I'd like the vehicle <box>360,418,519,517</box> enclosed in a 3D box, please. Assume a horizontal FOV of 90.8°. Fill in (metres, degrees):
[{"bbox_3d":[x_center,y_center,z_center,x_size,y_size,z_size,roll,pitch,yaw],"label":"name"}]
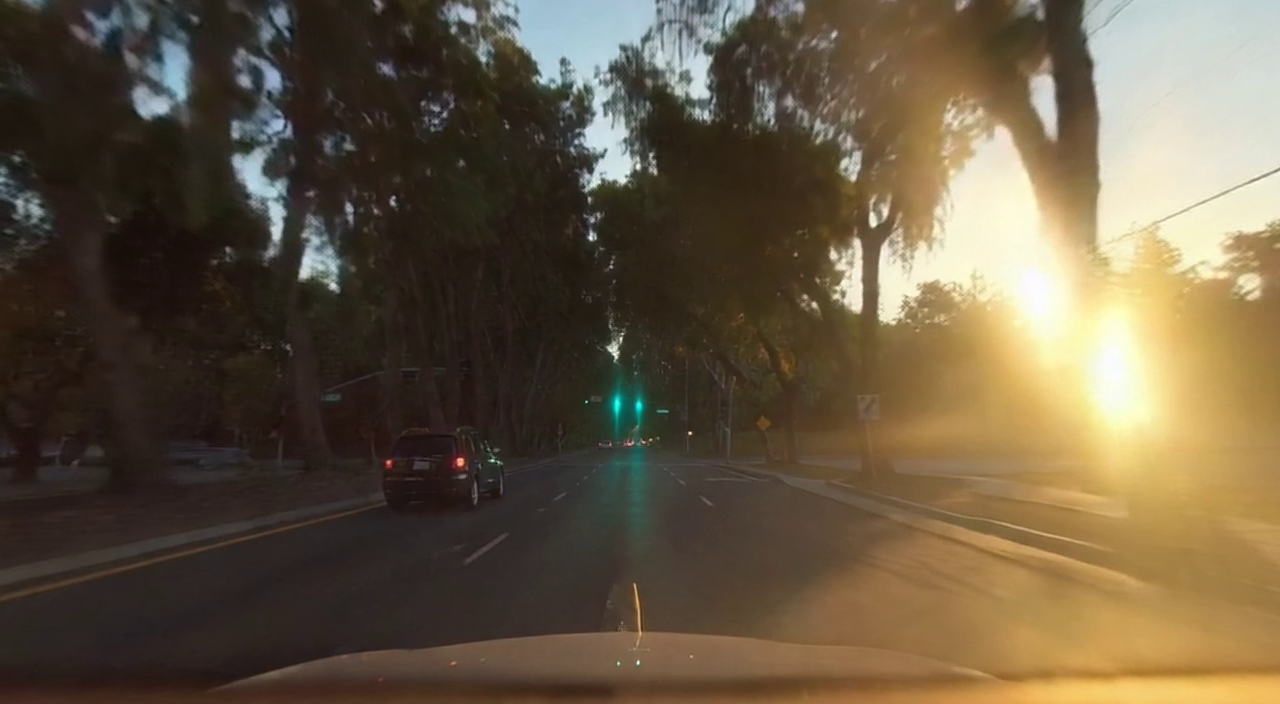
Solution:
[{"bbox_3d":[-3.976,2.349,13.328,2.018,1.769,3.897,0,-8,0],"label":"vehicle"}]
